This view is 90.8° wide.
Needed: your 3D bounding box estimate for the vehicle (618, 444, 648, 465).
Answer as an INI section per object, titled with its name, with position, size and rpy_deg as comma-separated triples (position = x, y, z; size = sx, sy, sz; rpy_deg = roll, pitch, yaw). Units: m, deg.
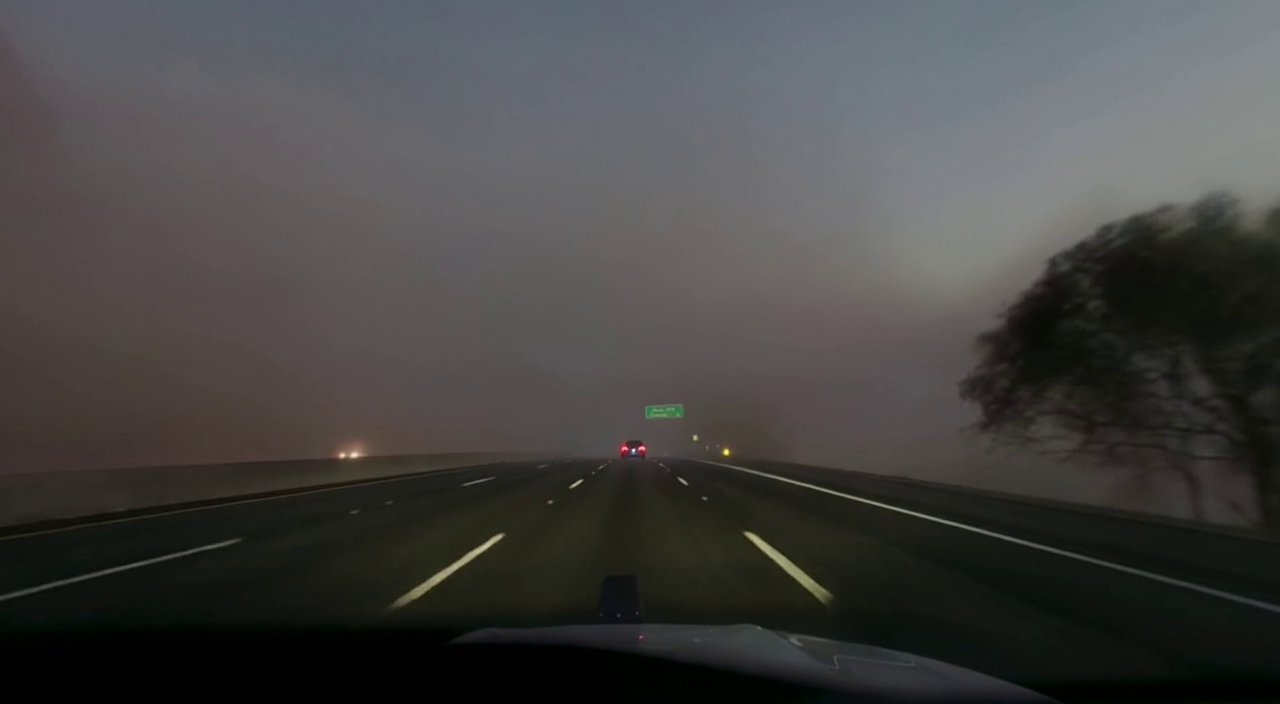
[vehicle]
position = -0.520, 7.422, 45.887
size = 2.080, 1.468, 3.884
rpy_deg = 0, -8, -1
